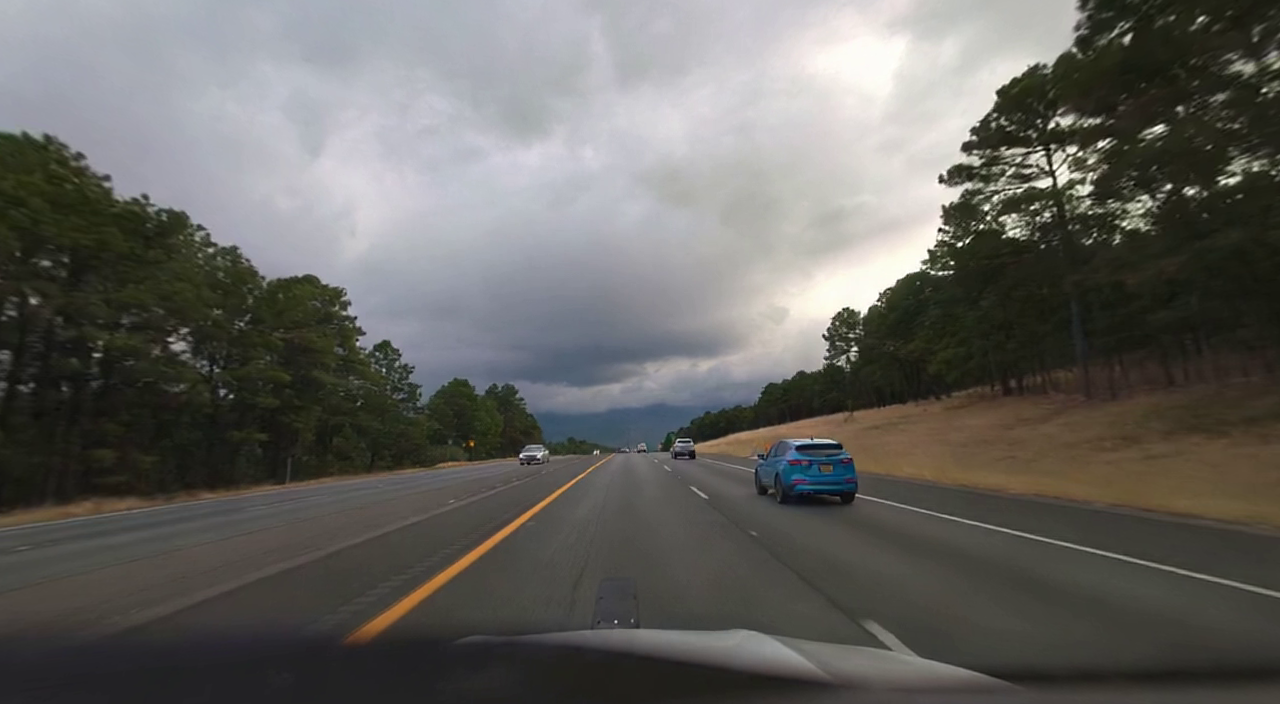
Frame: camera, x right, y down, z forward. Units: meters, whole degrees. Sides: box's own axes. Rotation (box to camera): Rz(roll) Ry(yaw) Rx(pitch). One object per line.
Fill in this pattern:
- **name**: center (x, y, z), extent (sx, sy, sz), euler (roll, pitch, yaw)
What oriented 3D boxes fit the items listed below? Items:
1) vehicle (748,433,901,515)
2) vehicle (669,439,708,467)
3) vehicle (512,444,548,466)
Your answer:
- **vehicle**: center (3.831, 2.592, 13.965), extent (1.999, 1.501, 4.221), euler (0, -8, -2)
- **vehicle**: center (3.119, 6.578, 41.226), extent (2.043, 1.673, 4.016), euler (0, -8, -2)
- **vehicle**: center (-8.004, 7.513, 46.167), extent (1.925, 1.512, 4.387), euler (0, -8, 0)
